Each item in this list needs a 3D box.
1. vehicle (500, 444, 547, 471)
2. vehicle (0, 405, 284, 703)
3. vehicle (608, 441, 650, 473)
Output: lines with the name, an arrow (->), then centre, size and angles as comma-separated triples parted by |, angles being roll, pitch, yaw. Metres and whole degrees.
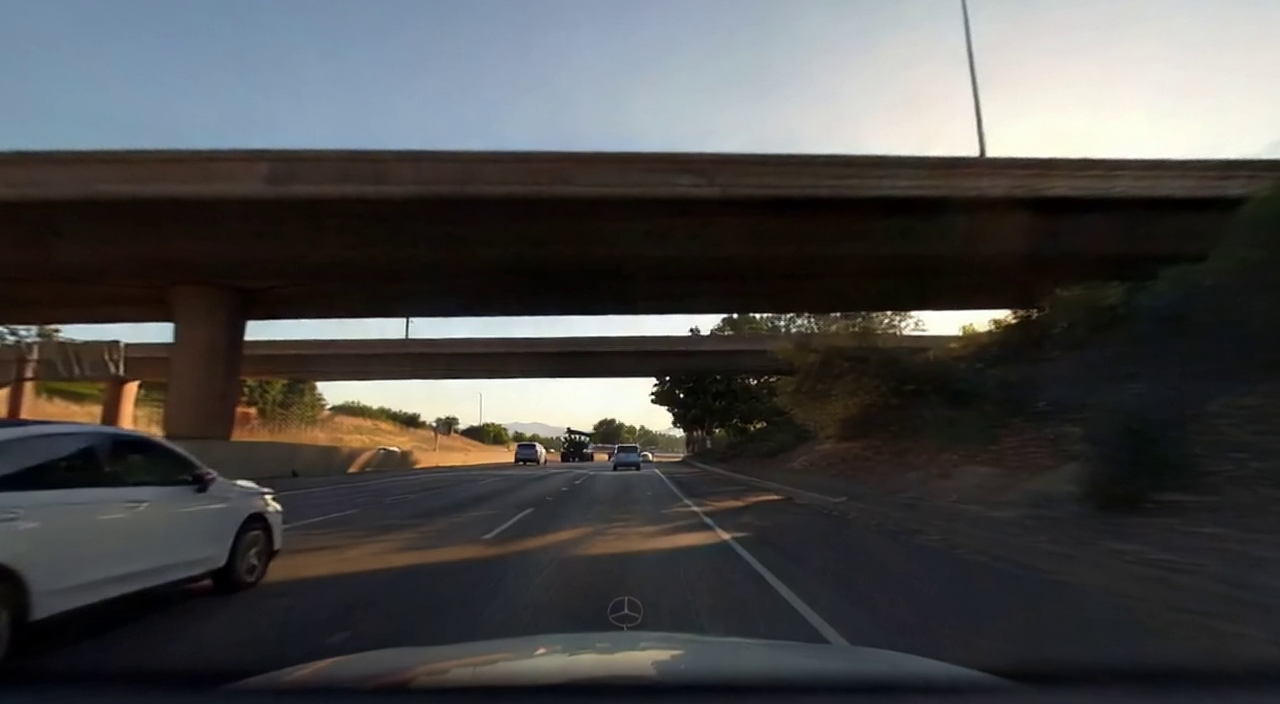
vehicle -> -7.696, 7.012, 42.093 | 2.115, 1.644, 4.513 | 0, -8, 2
vehicle -> -4.100, 1.010, 3.206 | 1.961, 1.450, 4.496 | 0, -8, 0
vehicle -> -0.613, 6.106, 36.858 | 2.336, 1.722, 4.212 | 0, -8, 0
